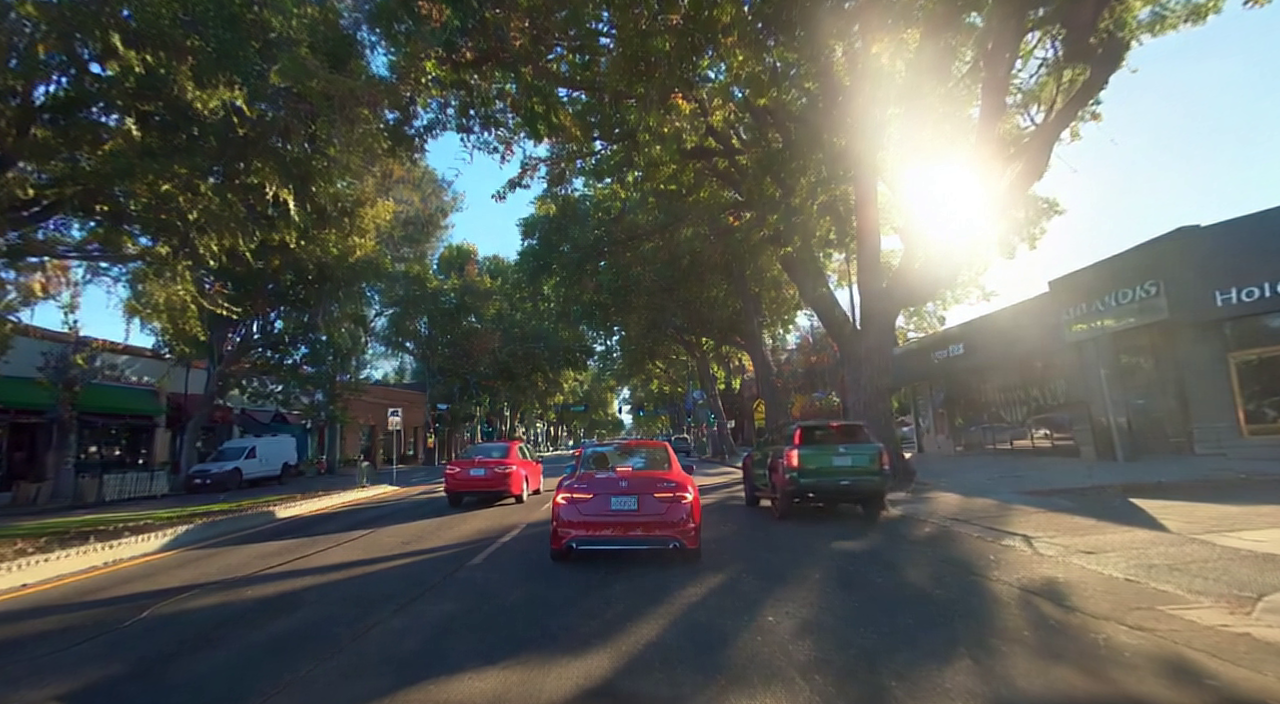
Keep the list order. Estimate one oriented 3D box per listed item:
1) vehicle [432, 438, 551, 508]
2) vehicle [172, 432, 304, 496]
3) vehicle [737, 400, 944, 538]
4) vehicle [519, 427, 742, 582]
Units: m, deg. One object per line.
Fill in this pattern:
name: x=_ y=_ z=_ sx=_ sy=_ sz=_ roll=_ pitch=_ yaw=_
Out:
vehicle: x=-3.475 y=2.892 z=15.535 sx=1.905 sy=1.473 sz=4.016 roll=0 pitch=-9 yaw=1
vehicle: x=-19.176 y=5.346 z=30.565 sx=2.286 sy=2.777 sz=5.926 roll=0 pitch=-9 yaw=1
vehicle: x=3.284 y=2.044 z=11.544 sx=2.152 sy=1.987 sz=4.527 roll=0 pitch=-9 yaw=-2
vehicle: x=-0.116 y=1.783 z=8.202 sx=2.160 sy=1.482 sz=4.037 roll=0 pitch=-9 yaw=-1
